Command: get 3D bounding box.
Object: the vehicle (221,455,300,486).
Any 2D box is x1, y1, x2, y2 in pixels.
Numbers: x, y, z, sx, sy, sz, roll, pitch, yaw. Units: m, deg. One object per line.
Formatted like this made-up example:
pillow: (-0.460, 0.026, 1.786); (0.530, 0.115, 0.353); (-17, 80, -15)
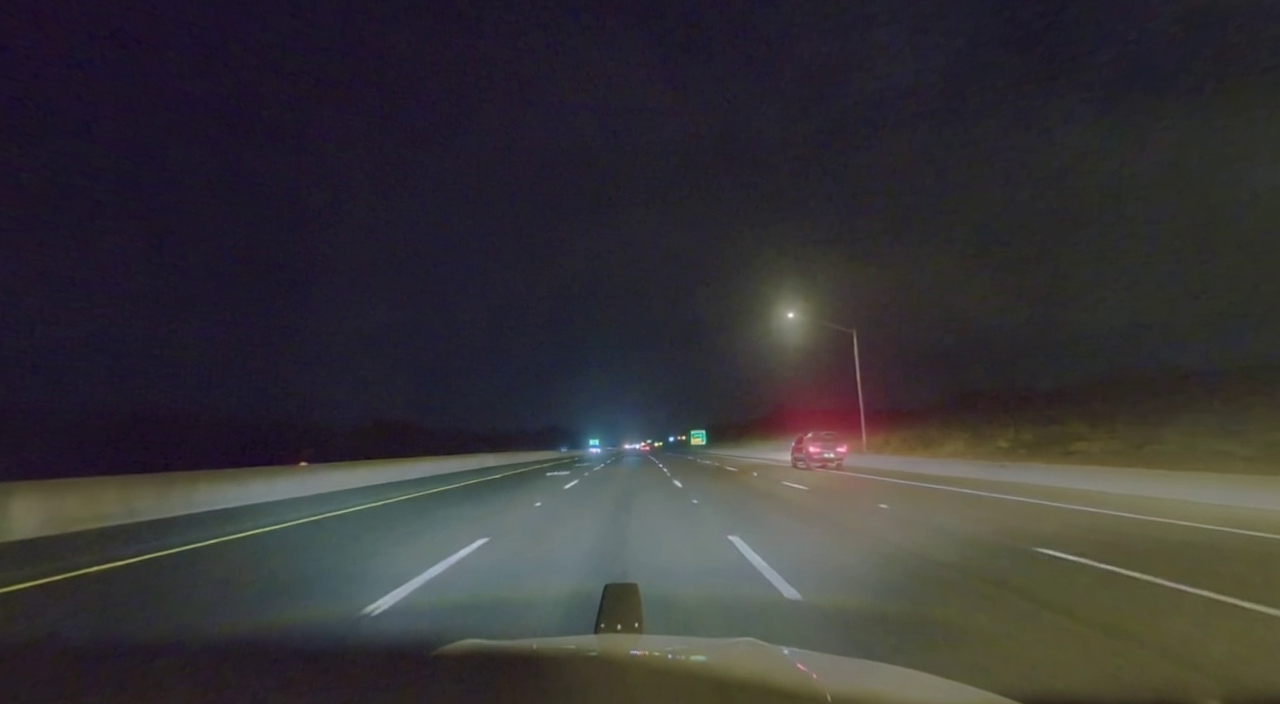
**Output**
vehicle: (-23.134, 7.211, 38.697); (1.943, 1.683, 4.652); (-1, -8, -1)
